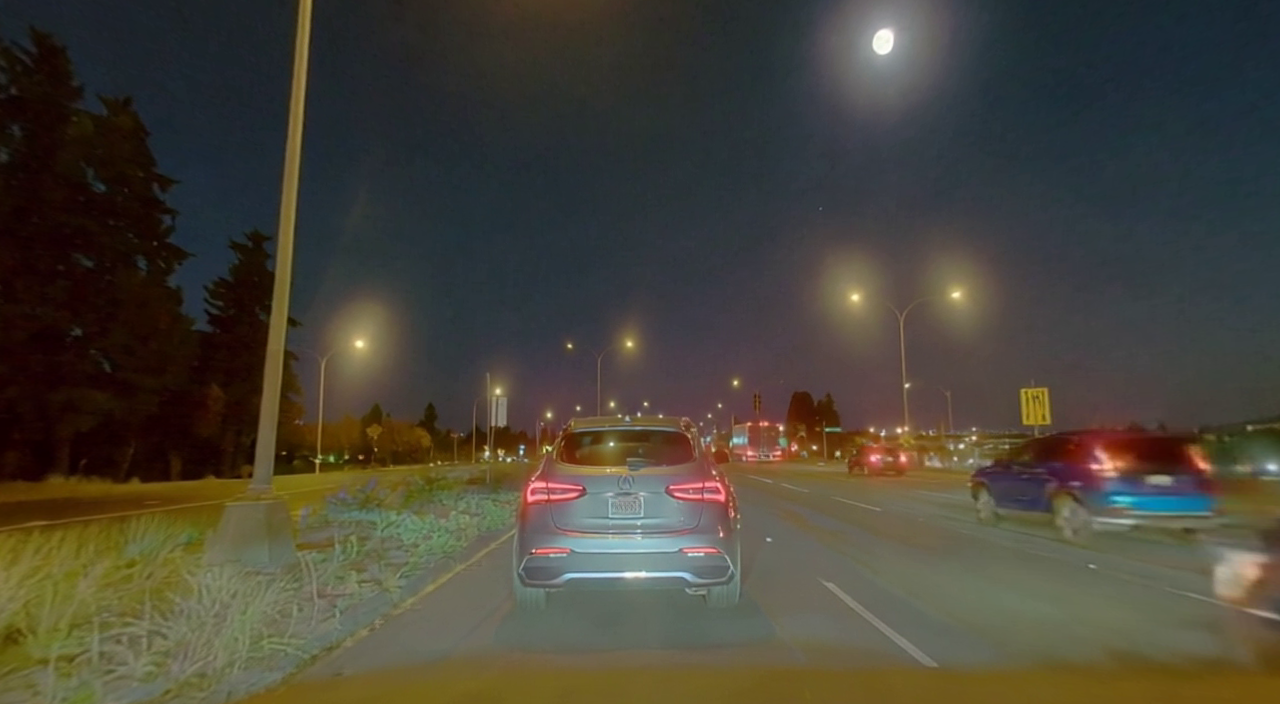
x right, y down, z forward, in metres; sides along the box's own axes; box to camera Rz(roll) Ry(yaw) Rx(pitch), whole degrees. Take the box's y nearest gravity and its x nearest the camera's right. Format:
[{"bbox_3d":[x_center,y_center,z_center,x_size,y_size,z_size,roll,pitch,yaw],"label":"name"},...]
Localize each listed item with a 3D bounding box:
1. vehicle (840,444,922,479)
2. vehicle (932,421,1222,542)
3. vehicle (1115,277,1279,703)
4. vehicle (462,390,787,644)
[{"bbox_3d":[11.121,5.053,29.316,1.998,1.527,4.489,0,-8,0],"label":"vehicle"},{"bbox_3d":[7.193,2.148,11.069,2.024,1.707,4.248,0,-8,0],"label":"vehicle"},{"bbox_3d":[3.571,0.401,0.342,2.388,1.932,5.410,0,-8,0],"label":"vehicle"},{"bbox_3d":[-0.150,1.405,6.330,2.172,1.694,4.055,0,-8,-1],"label":"vehicle"}]
